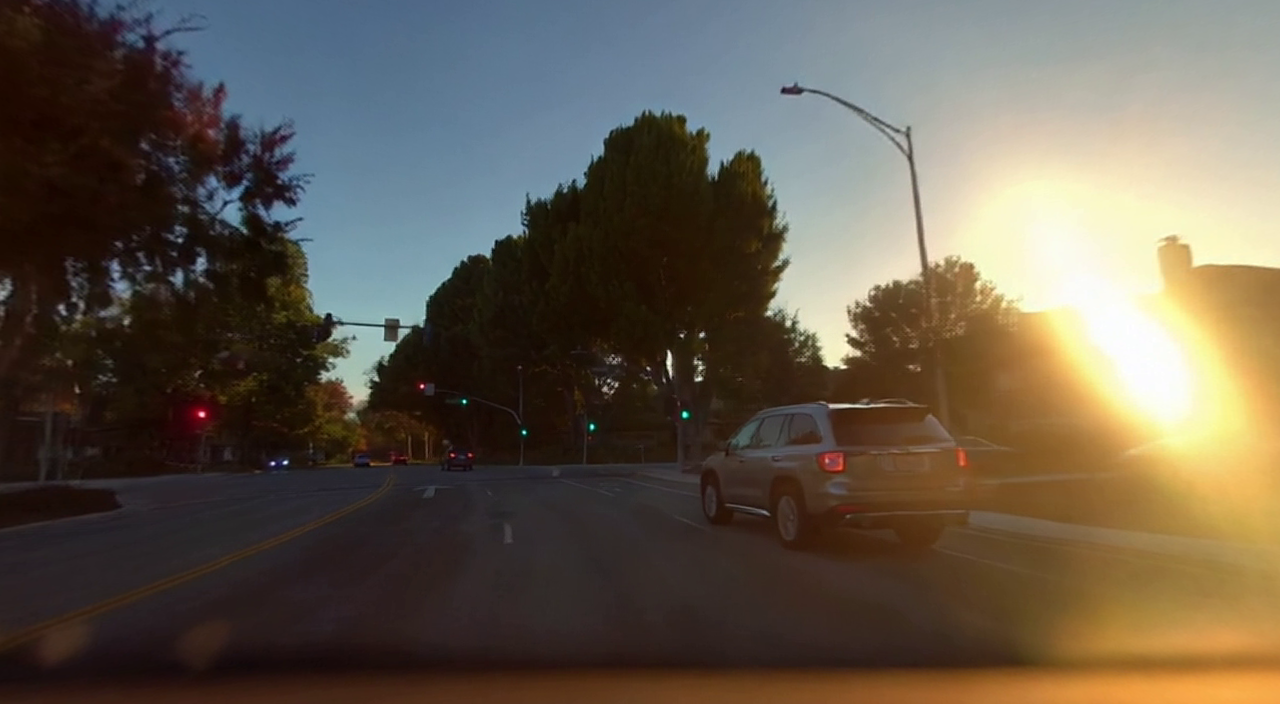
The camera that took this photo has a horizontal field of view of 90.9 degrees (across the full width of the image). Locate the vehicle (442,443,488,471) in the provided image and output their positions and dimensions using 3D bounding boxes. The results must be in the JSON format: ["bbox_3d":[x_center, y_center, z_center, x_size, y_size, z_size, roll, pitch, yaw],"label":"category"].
[{"bbox_3d":[-11.700,6.916,41.866,2.138,1.729,4.178,4,-10,-26],"label":"vehicle"}]

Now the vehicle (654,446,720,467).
[{"bbox_3d":[3.460,7.689,46.543,4.413,1.449,1.963,3,-9,-23],"label":"vehicle"}]

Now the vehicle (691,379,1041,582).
[{"bbox_3d":[2.662,1.750,9.479,2.338,2.063,5.592,1,-9,-11],"label":"vehicle"}]

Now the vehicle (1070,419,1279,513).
[{"bbox_3d":[11.872,2.320,13.251,4.426,1.461,1.996,-3,-9,-13],"label":"vehicle"}]
